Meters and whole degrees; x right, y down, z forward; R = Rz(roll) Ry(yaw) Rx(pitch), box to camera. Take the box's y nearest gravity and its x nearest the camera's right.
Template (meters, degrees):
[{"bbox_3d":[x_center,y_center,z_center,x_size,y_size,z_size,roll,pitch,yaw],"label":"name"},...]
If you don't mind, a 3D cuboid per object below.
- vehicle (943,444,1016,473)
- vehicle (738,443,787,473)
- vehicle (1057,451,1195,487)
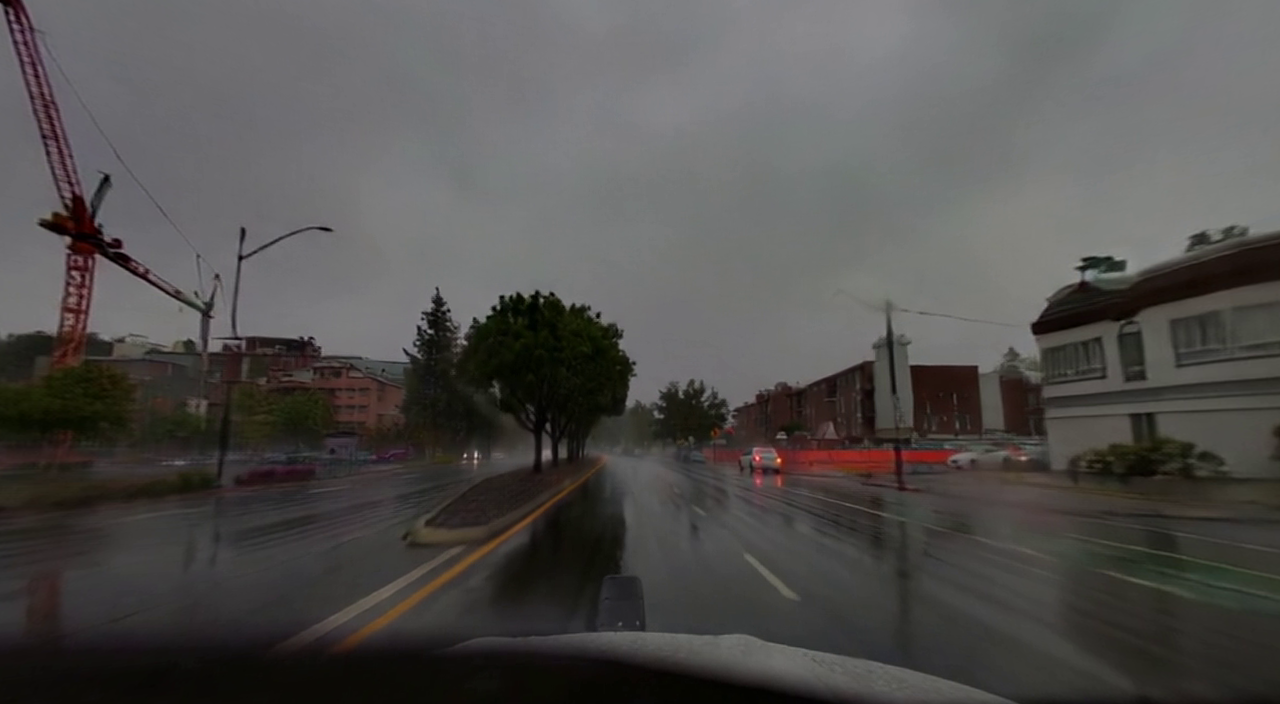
[{"bbox_3d":[20.504,6.429,38.370,1.965,1.690,4.077,0,-9,-2],"label":"vehicle"},{"bbox_3d":[7.572,6.577,39.469,2.080,1.706,4.392,0,-9,-1],"label":"vehicle"},{"bbox_3d":[20.859,5.012,27.186,4.698,1.386,1.822,0,-10,-8],"label":"vehicle"}]
